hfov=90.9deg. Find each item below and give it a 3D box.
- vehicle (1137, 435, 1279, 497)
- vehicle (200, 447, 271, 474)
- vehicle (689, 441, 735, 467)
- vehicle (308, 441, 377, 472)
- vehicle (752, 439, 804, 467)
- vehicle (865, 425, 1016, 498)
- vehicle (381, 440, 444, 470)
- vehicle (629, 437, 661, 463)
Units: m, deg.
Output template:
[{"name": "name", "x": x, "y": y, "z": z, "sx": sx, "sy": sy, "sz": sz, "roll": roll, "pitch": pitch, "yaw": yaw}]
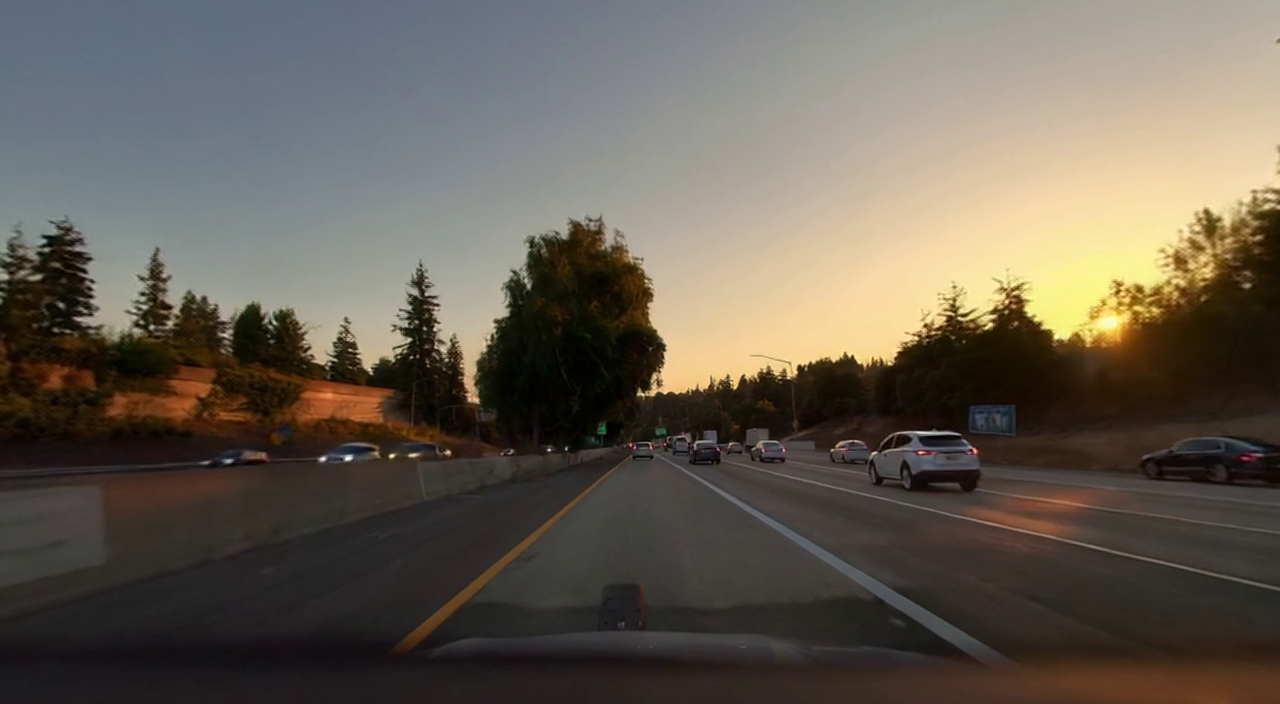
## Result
[{"name": "vehicle", "x": 16.321, "y": 3.032, "z": 17.234, "sx": 1.908, "sy": 1.468, "sz": 4.457, "roll": 0, "pitch": -8, "yaw": 1}, {"name": "vehicle", "x": -28.201, "y": 7.529, "z": 44.149, "sx": 2.056, "sy": 1.775, "sz": 4.585, "roll": 0, "pitch": -8, "yaw": -3}, {"name": "vehicle", "x": 4.103, "y": 5.903, "z": 36.725, "sx": 2.118, "sy": 1.438, "sz": 4.312, "roll": 0, "pitch": -8, "yaw": -1}, {"name": "vehicle", "x": -18.786, "y": 6.604, "z": 40.083, "sx": 2.141, "sy": 1.838, "sz": 4.634, "roll": 0, "pitch": -8, "yaw": -1}, {"name": "vehicle", "x": 7.843, "y": 5.801, "z": 36.298, "sx": 1.919, "sy": 1.476, "sz": 4.303, "roll": 0, "pitch": -8, "yaw": -1}, {"name": "vehicle", "x": 7.957, "y": 2.931, "z": 17.241, "sx": 1.986, "sy": 1.703, "sz": 4.226, "roll": 0, "pitch": -8, "yaw": -1}, {"name": "vehicle", "x": -14.107, "y": 6.395, "z": 39.460, "sx": 2.057, "sy": 1.734, "sz": 5.135, "roll": 0, "pitch": -8, "yaw": 0}, {"name": "vehicle", "x": 0.334, "y": 6.767, "z": 43.604, "sx": 2.124, "sy": 1.639, "sz": 4.122, "roll": 0, "pitch": -8, "yaw": 0}]
